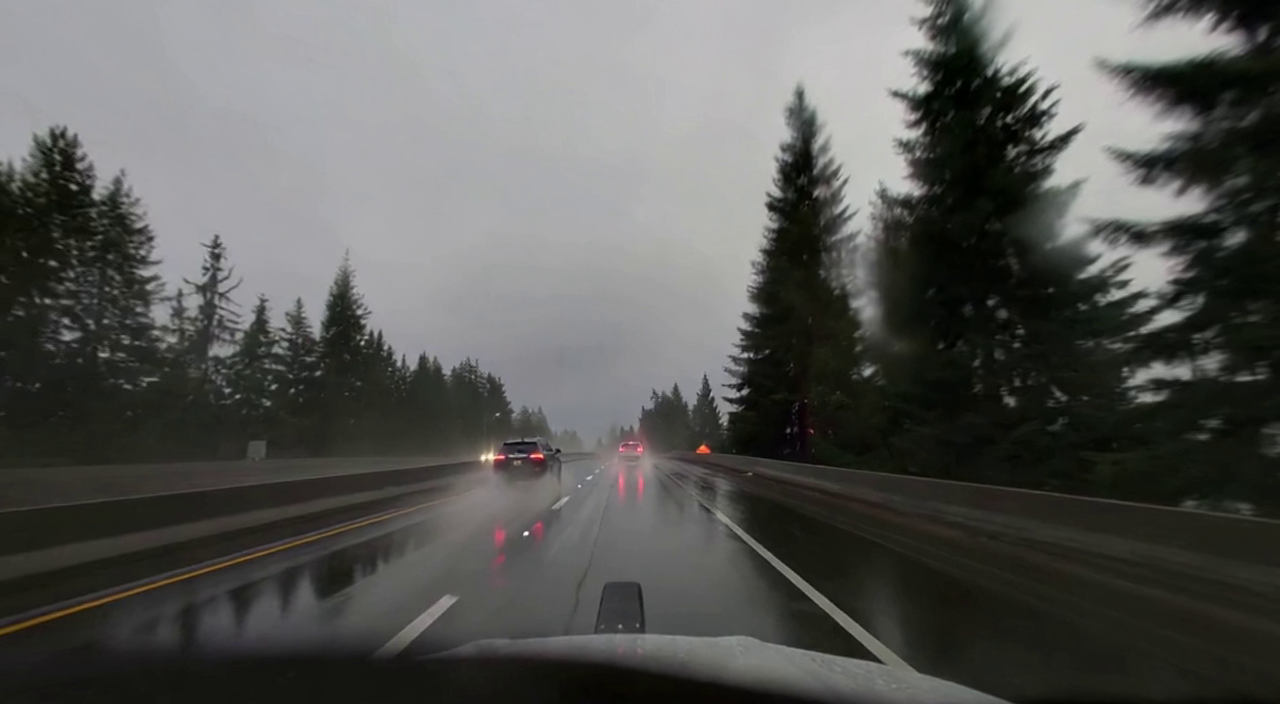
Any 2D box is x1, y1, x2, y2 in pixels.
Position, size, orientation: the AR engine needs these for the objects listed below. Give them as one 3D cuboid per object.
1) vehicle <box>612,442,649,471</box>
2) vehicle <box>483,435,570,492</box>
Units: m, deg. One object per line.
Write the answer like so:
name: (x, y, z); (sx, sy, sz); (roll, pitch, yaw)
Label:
vehicle: (-0.594, 6.309, 38.239); (2.130, 1.684, 3.826); (0, -8, -1)
vehicle: (-3.808, 3.825, 21.987); (2.130, 1.741, 4.665); (0, -9, 0)
